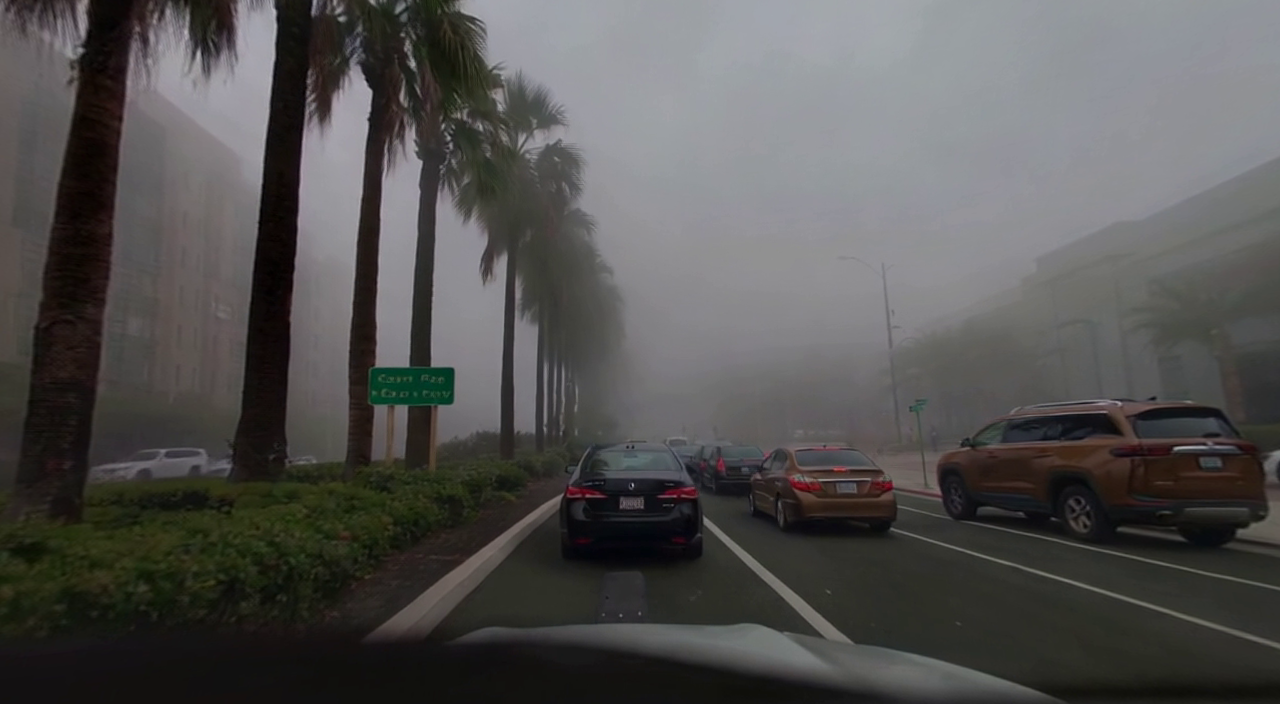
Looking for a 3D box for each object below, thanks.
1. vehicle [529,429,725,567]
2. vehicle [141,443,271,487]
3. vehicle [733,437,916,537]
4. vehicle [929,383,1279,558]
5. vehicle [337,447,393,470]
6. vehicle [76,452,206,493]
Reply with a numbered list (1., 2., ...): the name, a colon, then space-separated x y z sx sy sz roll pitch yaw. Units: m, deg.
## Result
1. vehicle: -0.164 1.913 9.027 2.158 1.498 3.919 0 -8 -1
2. vehicle: -20.454 5.312 30.165 2.306 1.880 5.537 0 -8 -1
3. vehicle: 3.075 2.340 11.673 1.925 1.451 4.436 0 -8 -2
4. vehicle: 7.191 1.812 10.354 2.254 2.072 5.577 0 -8 0
5. vehicle: -20.779 8.024 48.009 2.053 1.631 4.900 0 -9 0
6. vehicle: -24.008 5.767 30.745 2.055 1.759 5.200 0 -8 0
